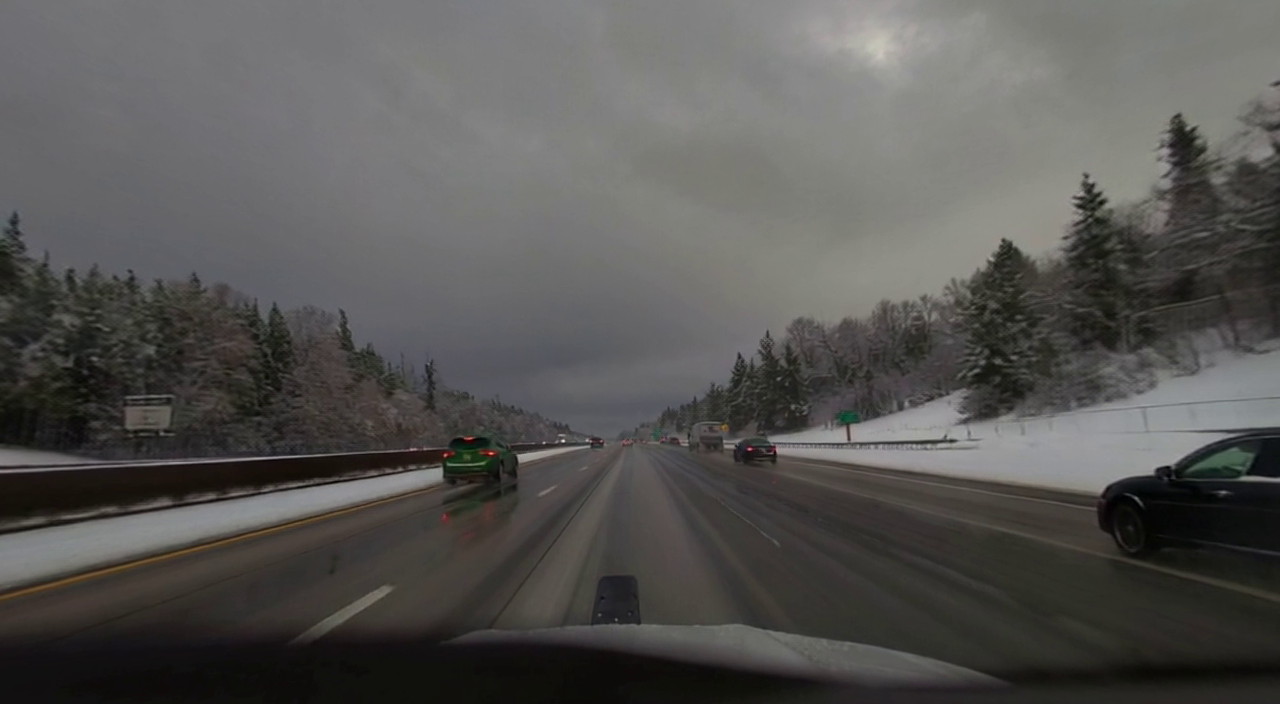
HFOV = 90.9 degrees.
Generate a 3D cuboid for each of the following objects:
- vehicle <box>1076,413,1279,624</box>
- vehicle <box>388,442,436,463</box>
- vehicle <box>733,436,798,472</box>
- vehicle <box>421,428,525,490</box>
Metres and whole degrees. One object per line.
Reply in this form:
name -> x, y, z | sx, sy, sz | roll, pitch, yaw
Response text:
vehicle -> 5.565, 1.170, 4.384 | 2.028, 1.488, 4.236 | 0, -8, 0
vehicle -> -16.953, 7.441, 47.025 | 1.864, 1.436, 4.572 | 0, -8, 0
vehicle -> 5.355, 4.381, 27.463 | 1.920, 1.436, 3.890 | 0, -8, -2
vehicle -> -4.675, 3.021, 18.235 | 1.966, 1.570, 3.859 | 0, -8, 0
